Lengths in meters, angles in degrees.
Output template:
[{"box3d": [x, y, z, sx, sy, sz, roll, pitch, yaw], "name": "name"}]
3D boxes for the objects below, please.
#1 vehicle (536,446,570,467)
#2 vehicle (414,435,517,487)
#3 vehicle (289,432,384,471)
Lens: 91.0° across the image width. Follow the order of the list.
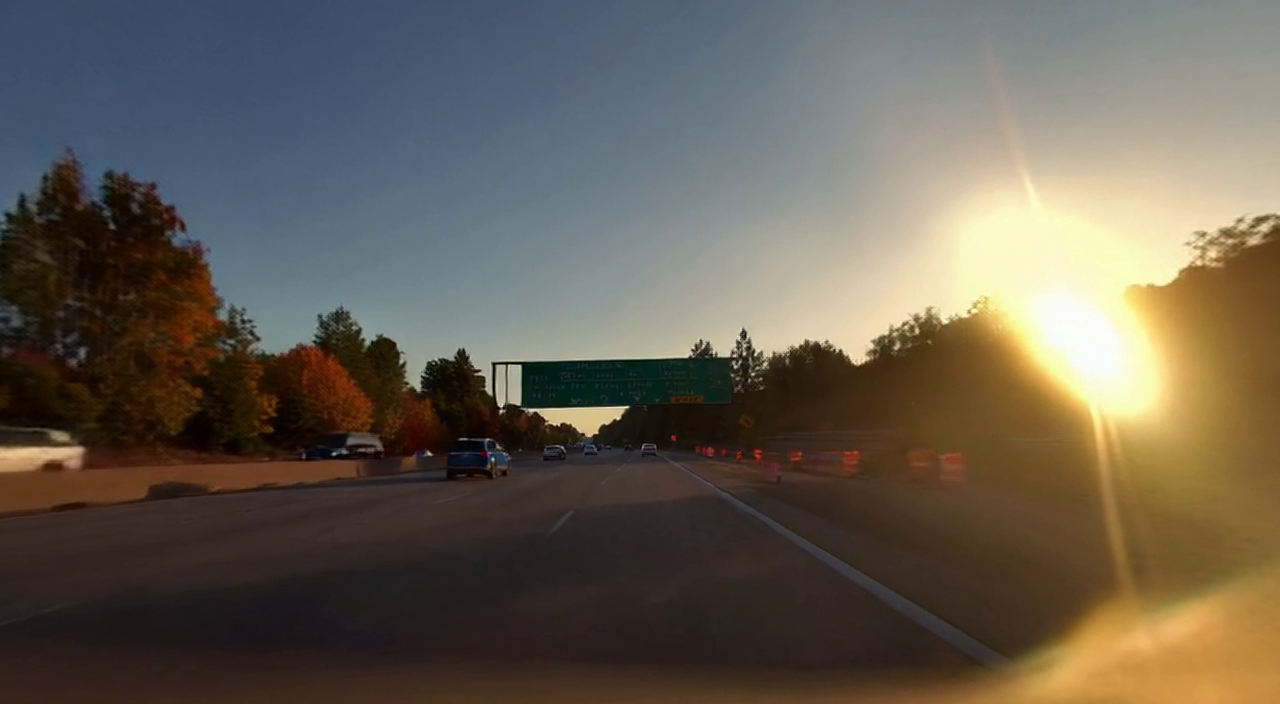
[{"box3d": [-6.562, 7.900, 47.961, 1.895, 1.506, 4.245, 0, -9, 1], "name": "vehicle"}, {"box3d": [-6.281, 3.990, 23.338, 2.402, 1.733, 4.512, 0, -9, 2], "name": "vehicle"}, {"box3d": [-18.437, 6.097, 38.765, 2.592, 2.186, 6.335, 0, -9, 1], "name": "vehicle"}]
